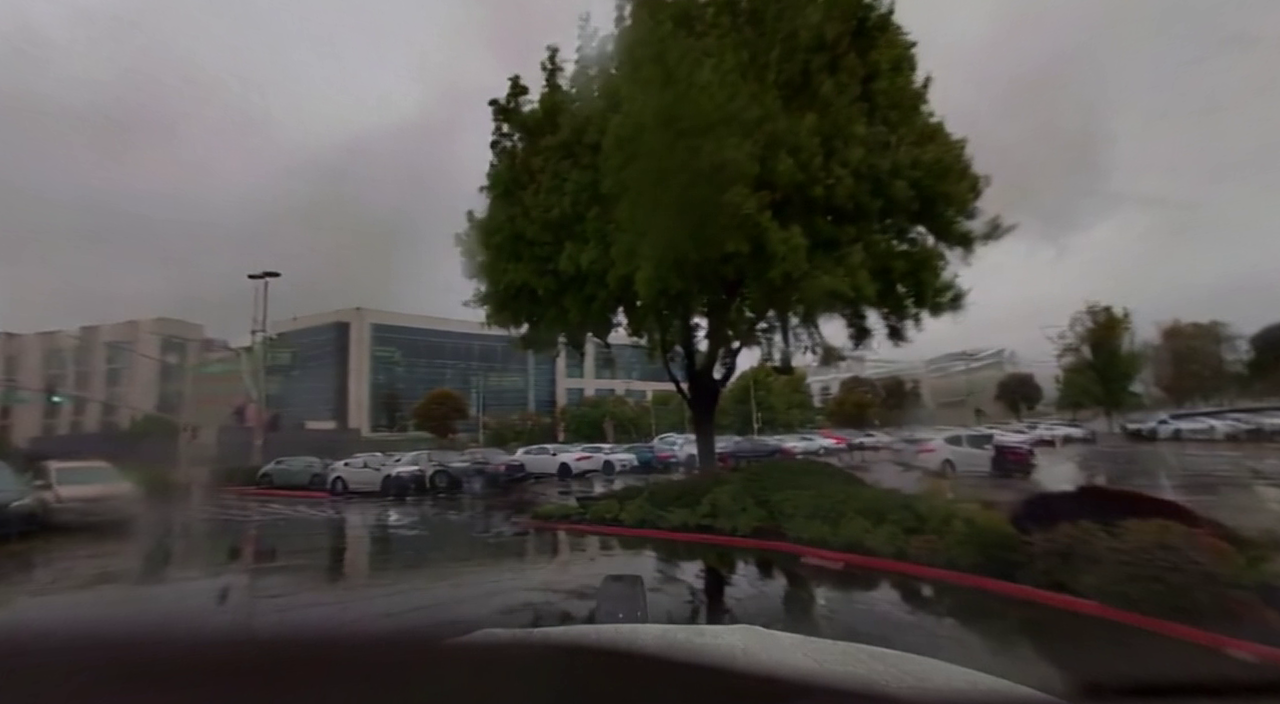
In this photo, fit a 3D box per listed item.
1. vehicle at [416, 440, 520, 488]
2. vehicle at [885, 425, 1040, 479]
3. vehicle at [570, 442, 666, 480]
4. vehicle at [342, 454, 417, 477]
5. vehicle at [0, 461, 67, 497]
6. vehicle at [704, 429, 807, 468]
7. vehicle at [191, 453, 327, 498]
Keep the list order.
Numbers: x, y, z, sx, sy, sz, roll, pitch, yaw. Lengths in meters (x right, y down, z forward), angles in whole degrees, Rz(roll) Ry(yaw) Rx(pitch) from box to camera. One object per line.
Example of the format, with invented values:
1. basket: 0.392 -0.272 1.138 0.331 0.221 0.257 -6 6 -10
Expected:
1. vehicle: -6.691 4.352 24.225 1.915 1.543 4.934 6 -14 -40
2. vehicle: 12.179 3.891 24.171 1.889 1.707 4.755 6 -14 -41
3. vehicle: -1.101 5.078 29.243 1.849 1.479 4.622 7 -15 -42
4. vehicle: -18.881 8.205 45.889 4.721 1.466 1.727 7 -14 -41
5. vehicle: -33.376 6.729 33.136 4.768 1.686 2.028 6 -14 -41
6. vehicle: 6.445 5.494 35.826 2.318 1.837 5.285 7 -15 -43
7. vehicle: -17.566 5.702 29.300 4.938 1.769 2.454 7 -14 -41
